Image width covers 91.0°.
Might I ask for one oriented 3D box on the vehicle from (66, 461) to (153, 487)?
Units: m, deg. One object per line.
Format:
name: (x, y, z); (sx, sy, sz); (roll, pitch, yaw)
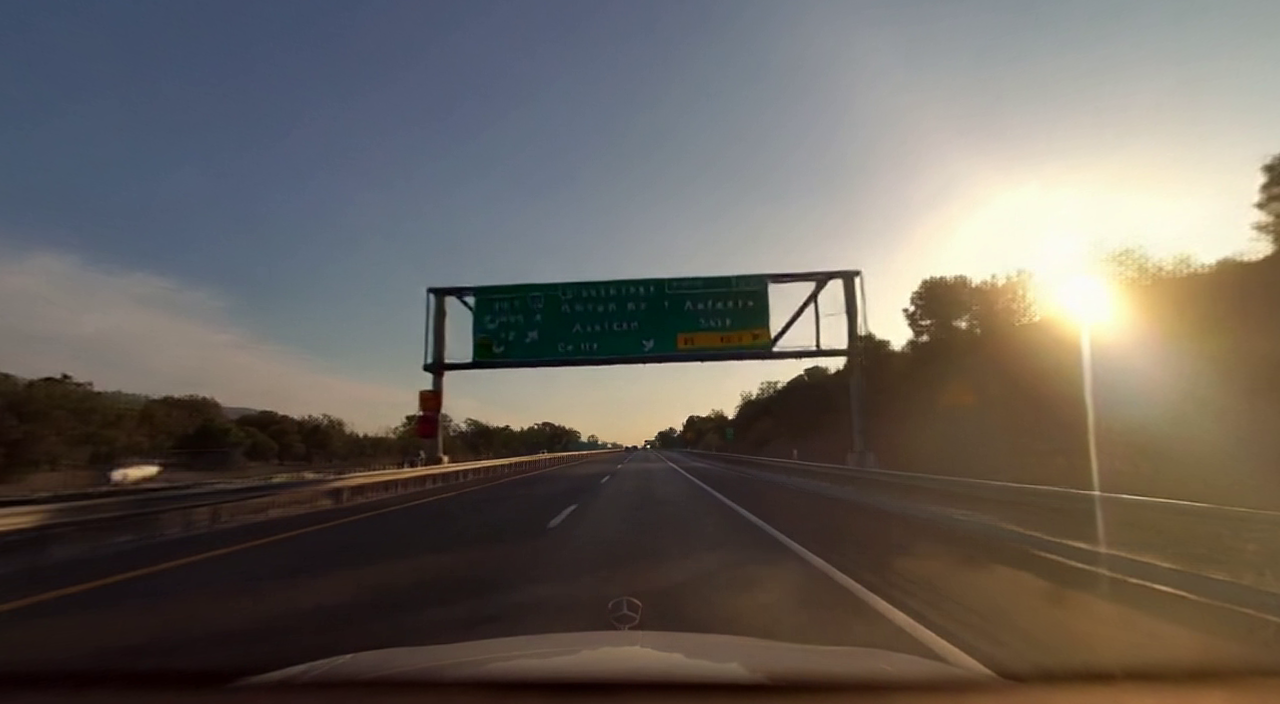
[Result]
vehicle: (-35.992, 8.289, 42.894); (1.805, 1.533, 4.670); (0, -9, 1)
